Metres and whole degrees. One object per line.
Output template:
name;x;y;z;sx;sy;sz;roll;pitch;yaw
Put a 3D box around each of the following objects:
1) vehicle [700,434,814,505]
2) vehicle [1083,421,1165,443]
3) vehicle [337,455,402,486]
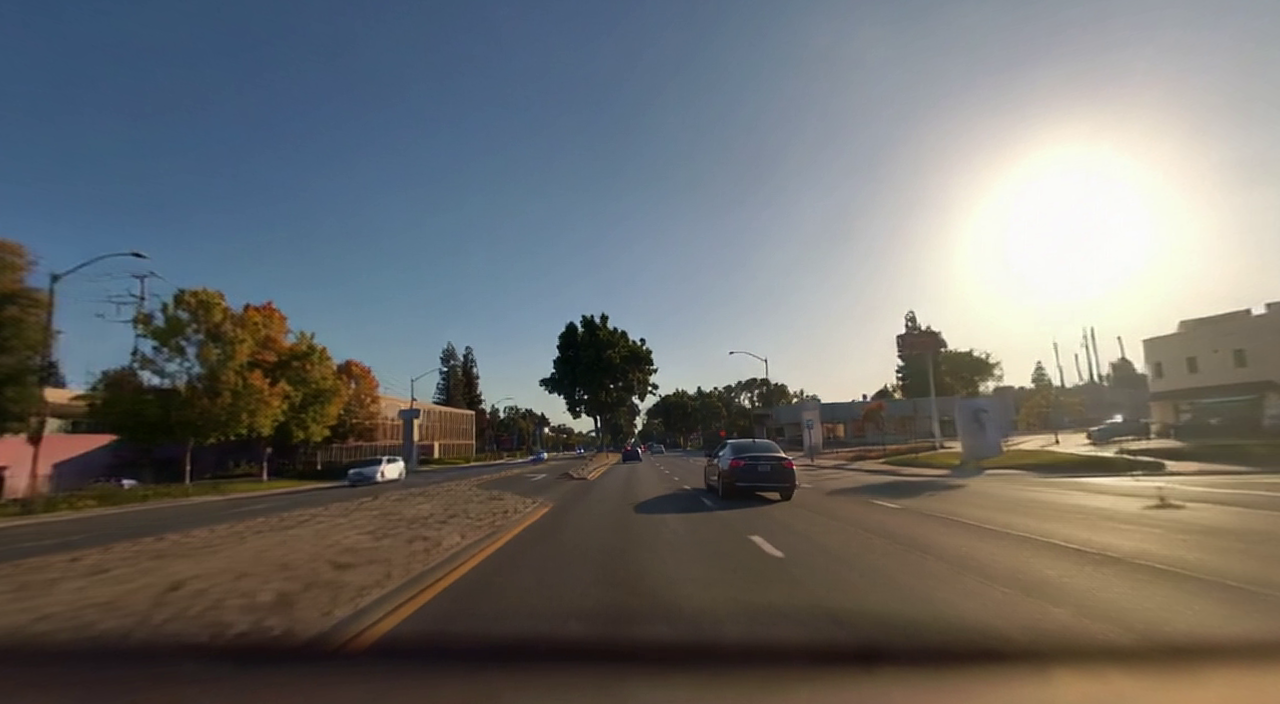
vehicle;2.920;3.063;16.932;1.995;1.616;4.729;0;-9;-2
vehicle;34.102;5.675;44.537;4.273;1.517;1.815;0;-9;-2
vehicle;-16.230;7.101;38.121;1.913;1.658;4.465;0;-9;0
